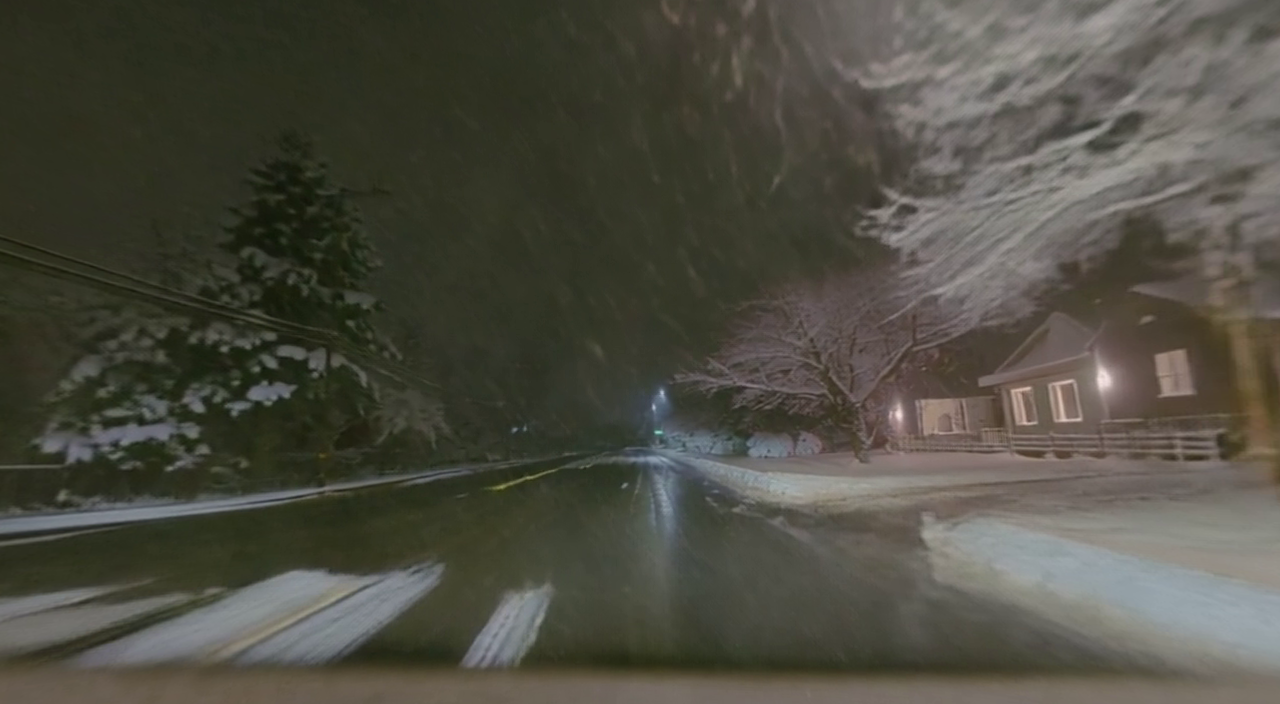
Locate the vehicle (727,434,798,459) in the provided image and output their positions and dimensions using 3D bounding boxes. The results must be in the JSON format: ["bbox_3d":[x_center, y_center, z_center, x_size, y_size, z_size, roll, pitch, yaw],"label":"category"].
[{"bbox_3d":[7.956,6.145,41.189,4.153,1.605,1.835,0,-7,-3],"label":"vehicle"}]
